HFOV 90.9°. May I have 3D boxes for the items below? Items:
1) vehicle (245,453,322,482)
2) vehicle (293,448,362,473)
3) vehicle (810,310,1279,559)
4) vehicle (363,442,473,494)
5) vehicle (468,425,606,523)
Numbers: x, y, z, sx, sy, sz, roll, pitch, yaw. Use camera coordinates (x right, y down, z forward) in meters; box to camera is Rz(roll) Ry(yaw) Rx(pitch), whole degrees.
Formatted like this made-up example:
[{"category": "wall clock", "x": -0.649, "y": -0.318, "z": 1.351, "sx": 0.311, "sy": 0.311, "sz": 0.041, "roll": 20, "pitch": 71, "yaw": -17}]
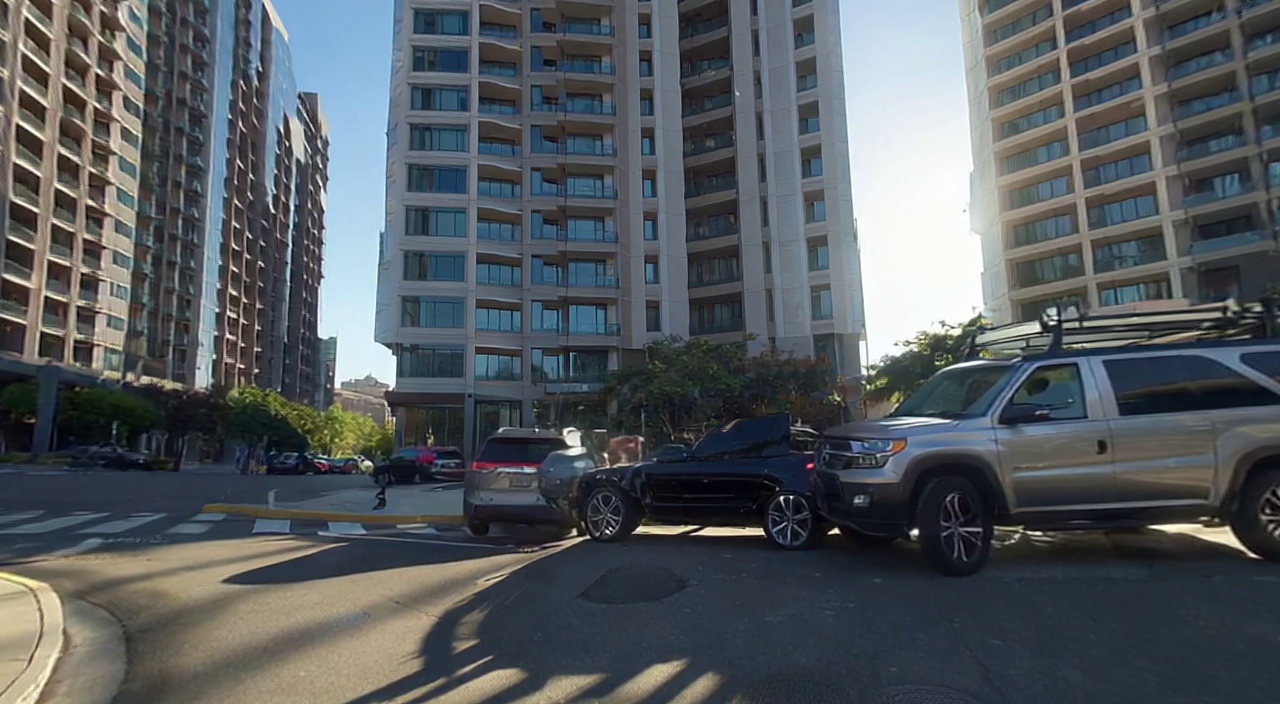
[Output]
[{"category": "vehicle", "x": -19.434, "y": 6.296, "z": 34.516, "sx": 3.467, "sy": 1.456, "sz": 1.649, "roll": 4, "pitch": -9, "yaw": -24}, {"category": "vehicle", "x": -19.884, "y": 6.935, "z": 40.310, "sx": 3.692, "sy": 1.509, "sz": 1.803, "roll": 3, "pitch": -9, "yaw": -20}, {"category": "vehicle", "x": 6.074, "y": 1.065, "z": 8.263, "sx": 6.932, "sy": 2.753, "sz": 2.446, "roll": 0, "pitch": -8, "yaw": 1}, {"category": "vehicle", "x": -8.155, "y": 4.268, "z": 23.675, "sx": 2.395, "sy": 1.719, "sz": 4.549, "roll": 0, "pitch": -8, "yaw": 1}, {"category": "vehicle", "x": -1.947, "y": 2.487, "z": 13.356, "sx": 2.144, "sy": 1.733, "sz": 4.115, "roll": 0, "pitch": -8, "yaw": 1}]
